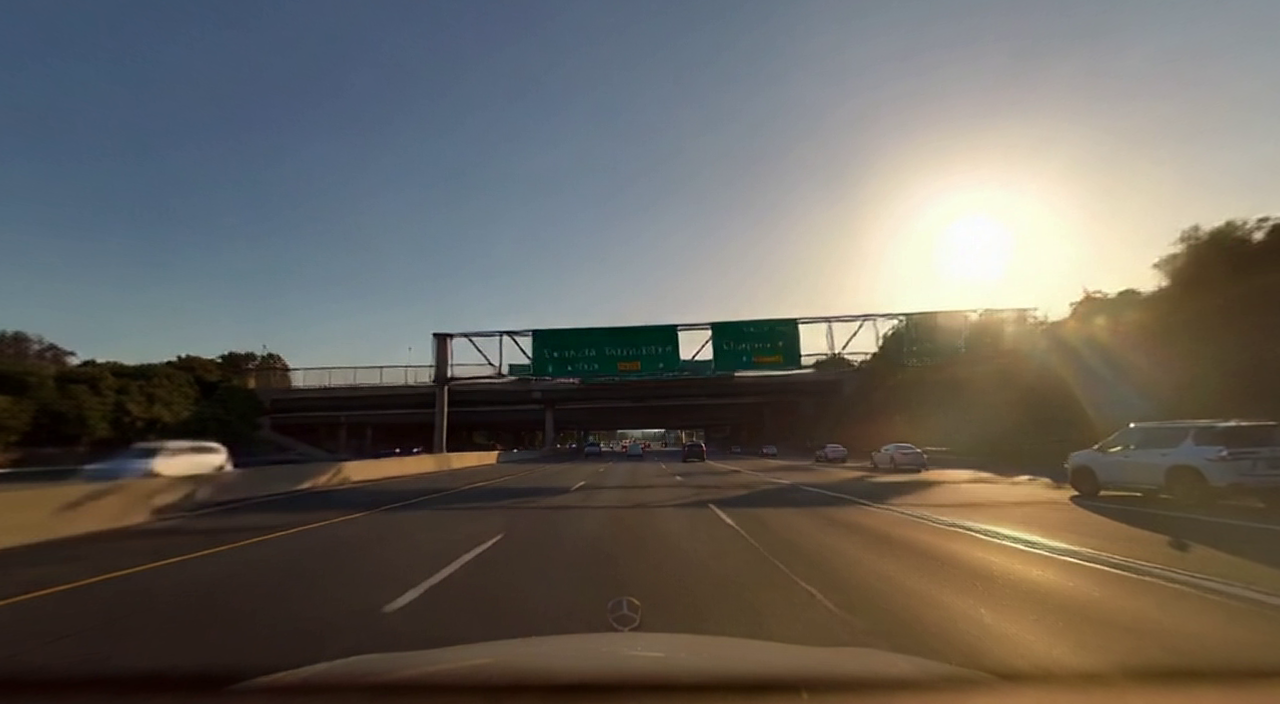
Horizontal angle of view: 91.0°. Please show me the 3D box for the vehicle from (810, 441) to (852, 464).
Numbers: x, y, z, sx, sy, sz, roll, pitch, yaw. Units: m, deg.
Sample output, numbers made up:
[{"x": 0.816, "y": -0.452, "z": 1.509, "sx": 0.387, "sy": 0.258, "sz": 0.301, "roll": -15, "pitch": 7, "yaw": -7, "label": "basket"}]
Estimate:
[{"x": 14.766, "y": 7.780, "z": 48.917, "sx": 2.020, "sy": 1.707, "sz": 4.424, "roll": 0, "pitch": -9, "yaw": 1, "label": "vehicle"}]

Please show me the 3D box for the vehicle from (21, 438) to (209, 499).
[{"x": -17.429, "y": 3.873, "z": 21.346, "sx": 2.083, "sy": 1.785, "sz": 4.877, "roll": 0, "pitch": -9, "yaw": 0, "label": "vehicle"}]

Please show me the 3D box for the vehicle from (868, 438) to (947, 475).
[{"x": 13.794, "y": 5.418, "z": 32.826, "sx": 2.116, "sy": 1.754, "sz": 4.727, "roll": 0, "pitch": -9, "yaw": 1, "label": "vehicle"}]

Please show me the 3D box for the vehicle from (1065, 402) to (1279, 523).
[{"x": 12.863, "y": 2.416, "z": 14.045, "sx": 2.442, "sy": 2.140, "sz": 6.462, "roll": 0, "pitch": -9, "yaw": 3, "label": "vehicle"}]

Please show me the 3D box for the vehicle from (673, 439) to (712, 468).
[{"x": 3.403, "y": 6.666, "z": 41.505, "sx": 2.147, "sy": 1.794, "sz": 4.538, "roll": 0, "pitch": -9, "yaw": 0, "label": "vehicle"}]
